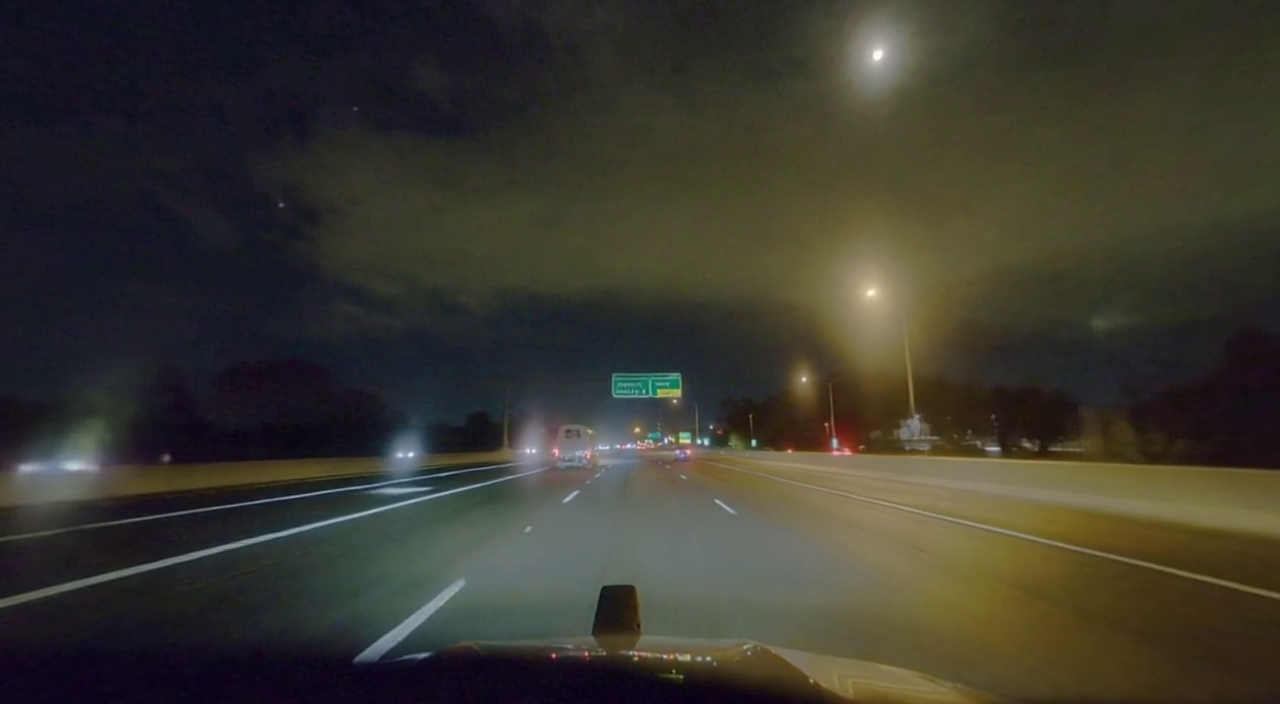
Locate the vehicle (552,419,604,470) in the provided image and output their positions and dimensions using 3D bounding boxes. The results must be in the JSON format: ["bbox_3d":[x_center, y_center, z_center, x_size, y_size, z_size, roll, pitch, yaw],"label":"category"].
[{"bbox_3d":[-3.822,5.967,40.691,2.881,2.937,7.045,0,-9,-2],"label":"vehicle"}]
